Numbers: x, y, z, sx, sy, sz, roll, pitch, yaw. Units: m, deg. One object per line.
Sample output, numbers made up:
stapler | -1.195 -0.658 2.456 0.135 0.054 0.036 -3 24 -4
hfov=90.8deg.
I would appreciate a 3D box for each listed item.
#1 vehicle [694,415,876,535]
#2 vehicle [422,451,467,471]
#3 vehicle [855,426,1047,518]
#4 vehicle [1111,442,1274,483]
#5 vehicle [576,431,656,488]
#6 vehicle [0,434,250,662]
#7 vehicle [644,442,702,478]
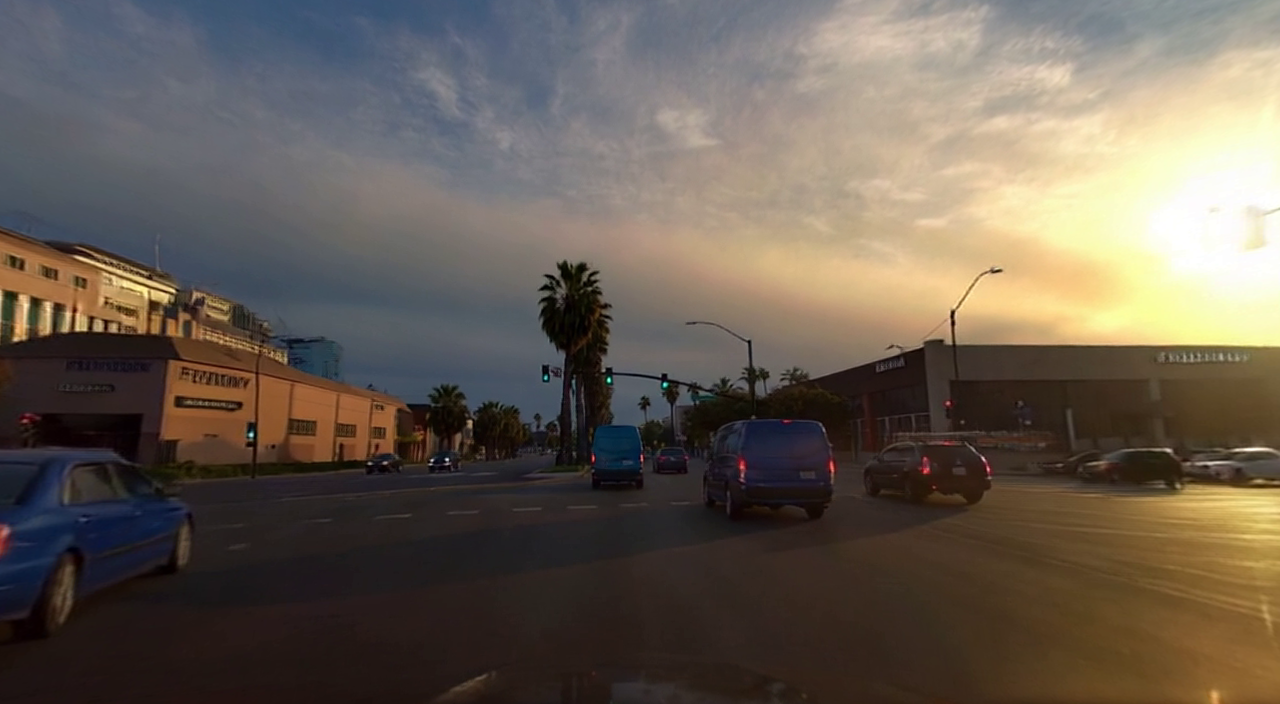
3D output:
vehicle | 2.461 2.255 12.212 2.200 1.847 4.618 0 -9 -3
vehicle | -15.107 8.417 49.038 2.067 1.435 4.558 0 -8 -1
vehicle | 6.898 2.701 14.727 2.023 1.771 4.488 0 -9 -2
vehicle | 20.752 4.167 23.844 4.412 1.441 2.181 2 -10 -8
vehicle | -0.964 4.274 25.454 2.848 1.991 5.706 0 -9 -2
vehicle | -5.515 1.506 5.720 1.997 1.430 4.655 2 -9 -14
vehicle | 1.638 5.671 33.489 2.462 1.736 4.899 0 -9 -4
